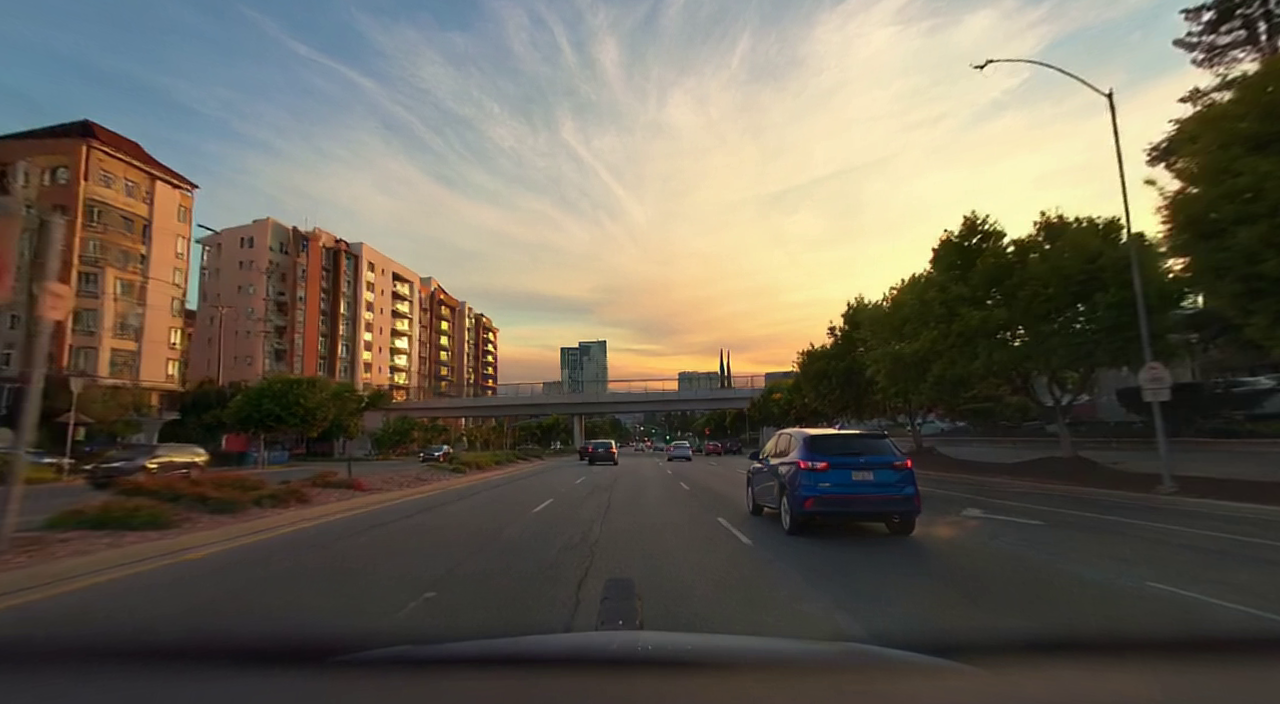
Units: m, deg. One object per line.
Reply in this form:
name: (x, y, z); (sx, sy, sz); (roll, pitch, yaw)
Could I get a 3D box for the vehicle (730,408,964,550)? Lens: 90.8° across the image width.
vehicle: (2.910, 1.920, 10.247); (2.130, 1.741, 4.665); (0, -8, -1)

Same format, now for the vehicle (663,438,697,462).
vehicle: (2.988, 7.430, 48.097); (2.165, 1.708, 3.928); (0, -8, -2)

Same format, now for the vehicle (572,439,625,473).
vehicle: (-1.924, 5.035, 30.794); (2.173, 1.498, 4.528); (0, -8, 1)
